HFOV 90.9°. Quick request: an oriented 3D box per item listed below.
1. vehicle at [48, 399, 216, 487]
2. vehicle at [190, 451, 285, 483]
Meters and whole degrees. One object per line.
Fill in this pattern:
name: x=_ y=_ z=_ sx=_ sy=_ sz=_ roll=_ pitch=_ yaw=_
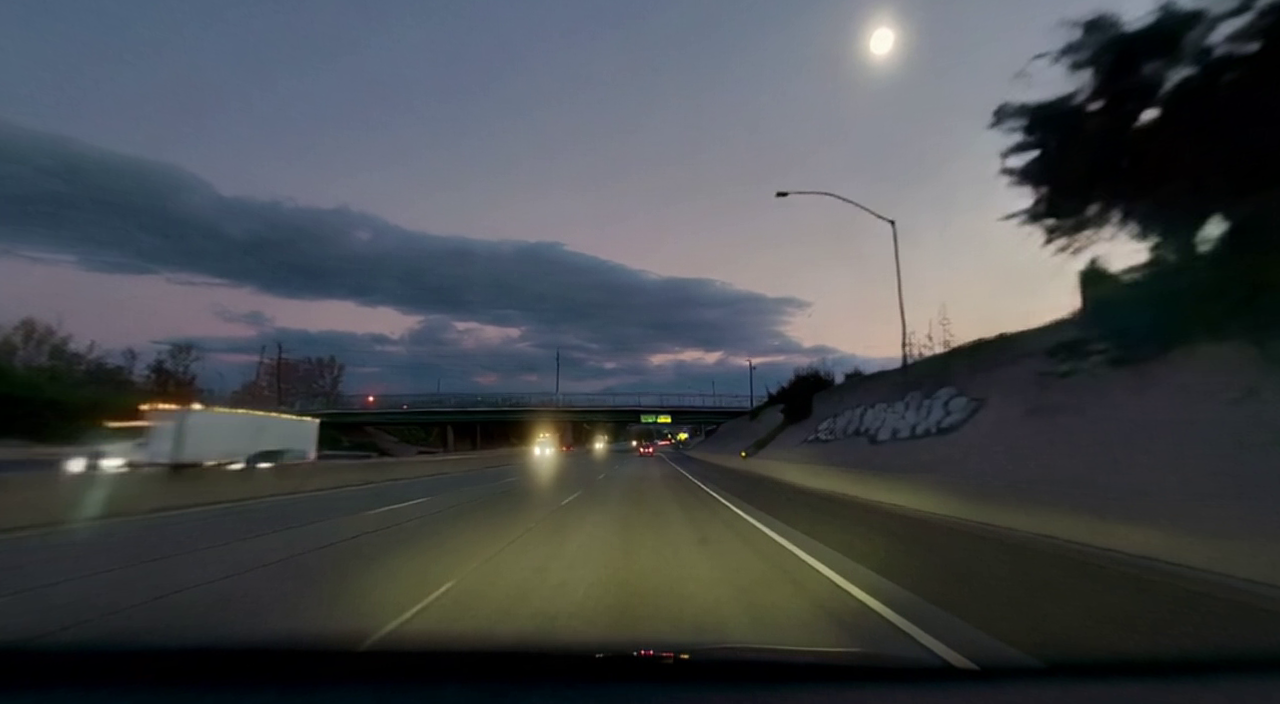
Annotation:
vehicle: x=-24.462 y=4.468 z=30.842 sx=3.013 sy=3.883 sz=5.972 roll=0 pitch=-9 yaw=0
vehicle: x=-19.722 y=5.633 z=31.153 sx=1.861 sy=1.479 sz=4.337 roll=0 pitch=-9 yaw=-1
